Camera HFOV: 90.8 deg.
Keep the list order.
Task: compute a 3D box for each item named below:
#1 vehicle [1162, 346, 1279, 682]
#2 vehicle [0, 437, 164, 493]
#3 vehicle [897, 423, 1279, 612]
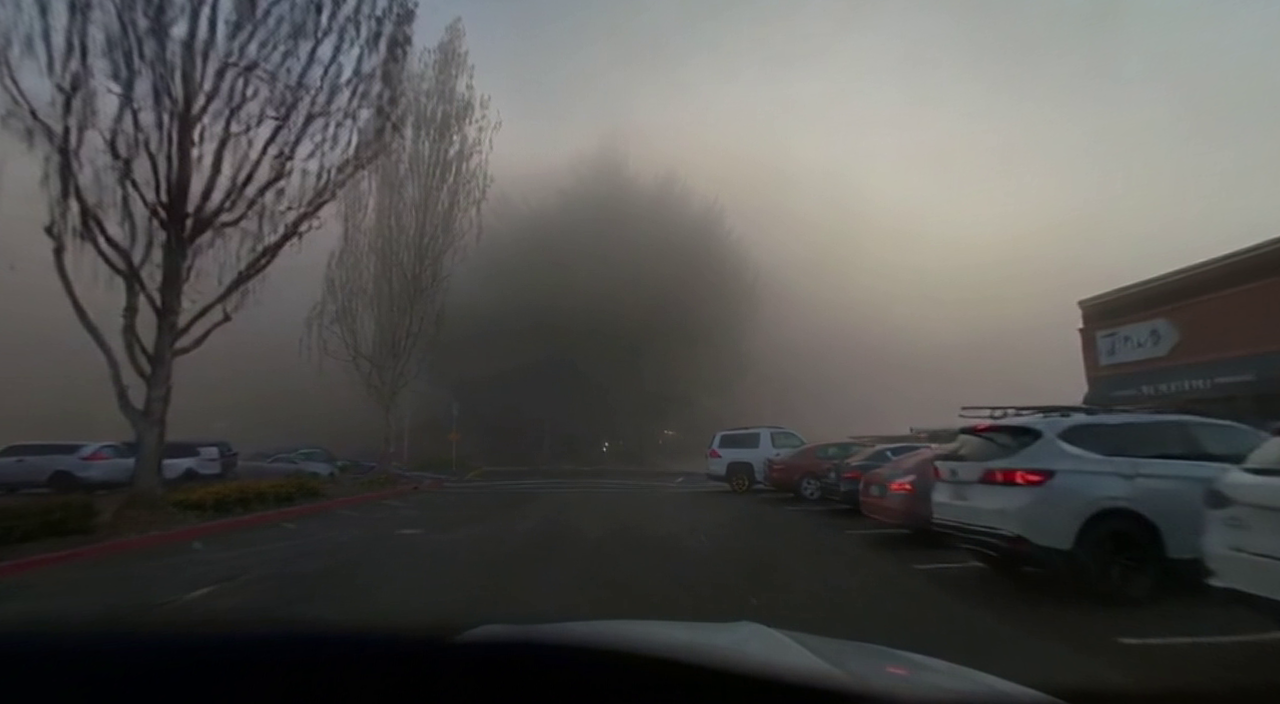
[{"bbox_3d":[5.757,0.864,3.270,4.256,1.876,2.064,0,-8,-3],"label":"vehicle"},{"bbox_3d":[-17.086,3.305,18.698,4.651,1.494,1.914,6,-10,-36],"label":"vehicle"},{"bbox_3d":[5.314,1.520,6.426,4.449,1.513,2.087,1,-8,-6],"label":"vehicle"}]
